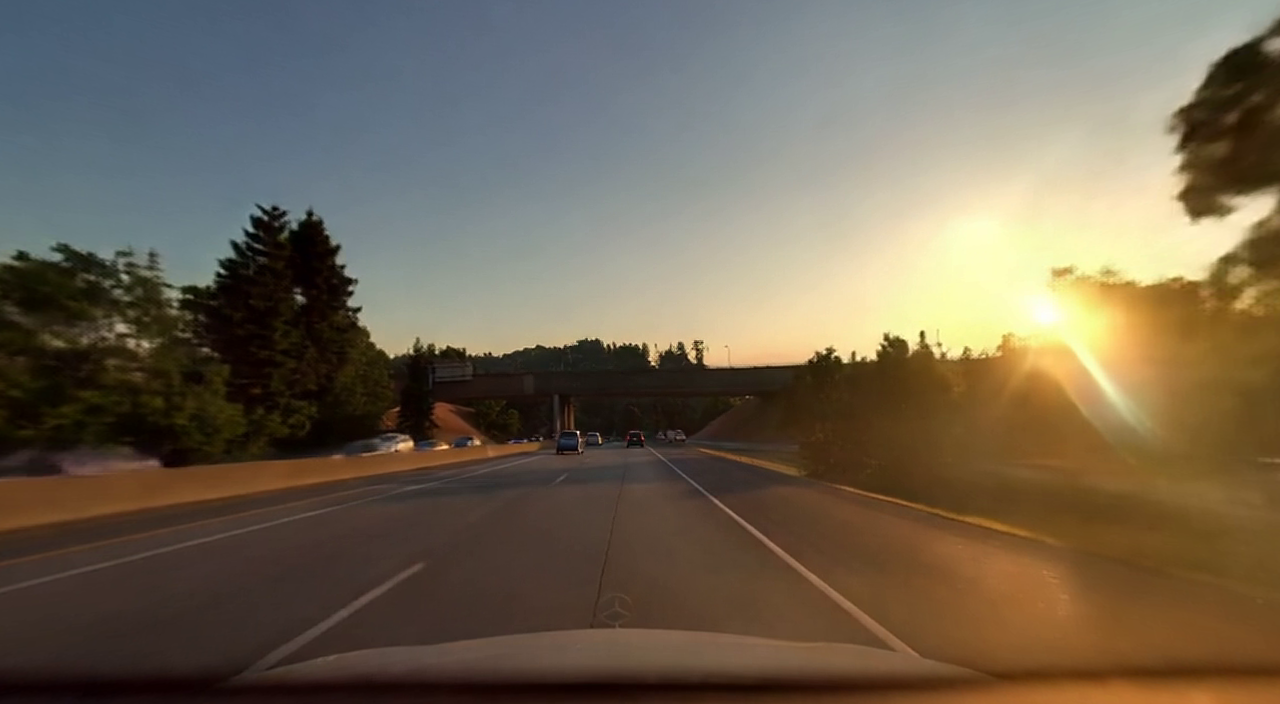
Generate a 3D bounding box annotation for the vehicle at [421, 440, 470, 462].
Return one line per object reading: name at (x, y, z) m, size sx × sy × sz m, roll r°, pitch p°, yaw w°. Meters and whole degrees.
vehicle at (-13.197, 6.711, 42.949) m, size 2.012 × 1.428 × 4.247 m, roll 0°, pitch -8°, yaw -1°

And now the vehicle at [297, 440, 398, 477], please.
vehicle at (-12.436, 4.539, 27.151) m, size 2.294 × 1.453 × 4.341 m, roll 0°, pitch -8°, yaw 0°

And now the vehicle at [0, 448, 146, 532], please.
vehicle at (-12.415, 2.611, 12.204) m, size 2.151 × 1.430 × 4.425 m, roll 0°, pitch -8°, yaw -1°

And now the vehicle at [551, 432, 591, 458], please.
vehicle at (-4.403, 5.999, 40.811) m, size 2.169 × 1.588 × 4.264 m, roll 0°, pitch -8°, yaw -1°

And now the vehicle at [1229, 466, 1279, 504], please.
vehicle at (31.740, 6.642, 31.699) m, size 2.033 × 1.565 × 4.672 m, roll -5°, pitch -9°, yaw 31°
